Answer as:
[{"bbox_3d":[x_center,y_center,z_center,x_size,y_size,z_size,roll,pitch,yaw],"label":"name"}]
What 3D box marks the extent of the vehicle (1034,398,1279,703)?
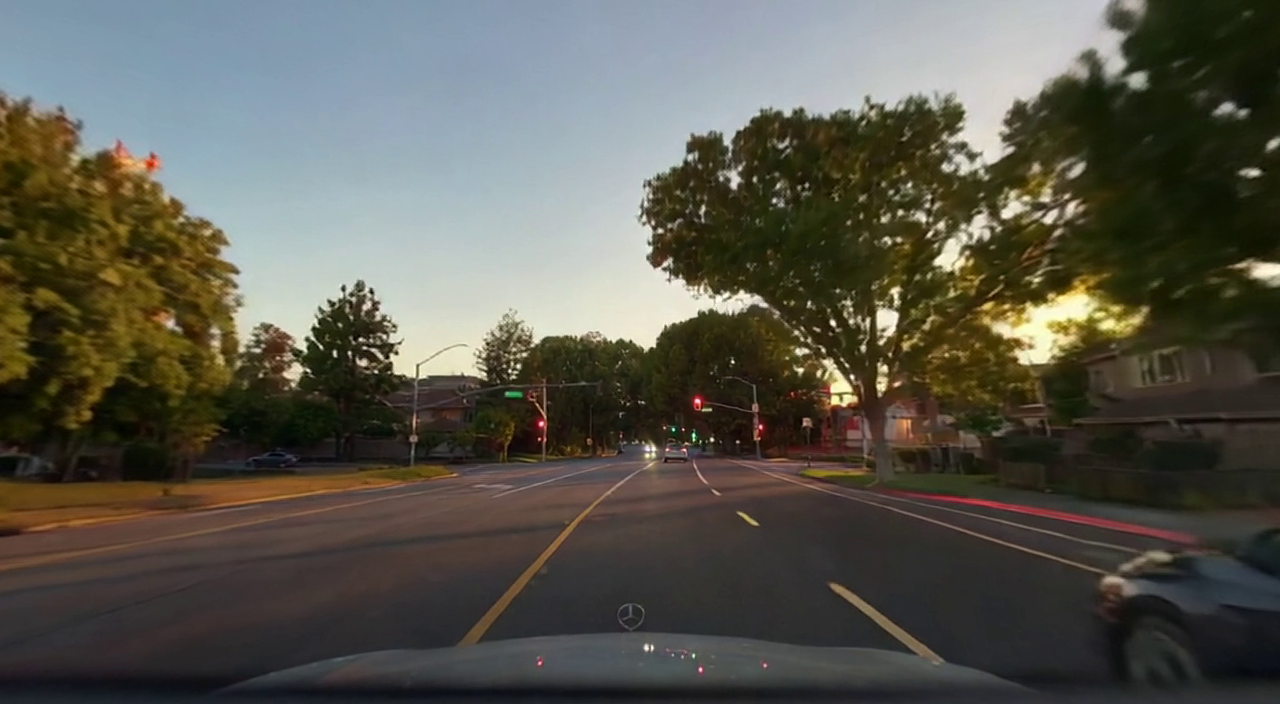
[{"bbox_3d":[3.235,0.775,1.279,2.134,1.476,4.327,0,-8,1],"label":"vehicle"}]
